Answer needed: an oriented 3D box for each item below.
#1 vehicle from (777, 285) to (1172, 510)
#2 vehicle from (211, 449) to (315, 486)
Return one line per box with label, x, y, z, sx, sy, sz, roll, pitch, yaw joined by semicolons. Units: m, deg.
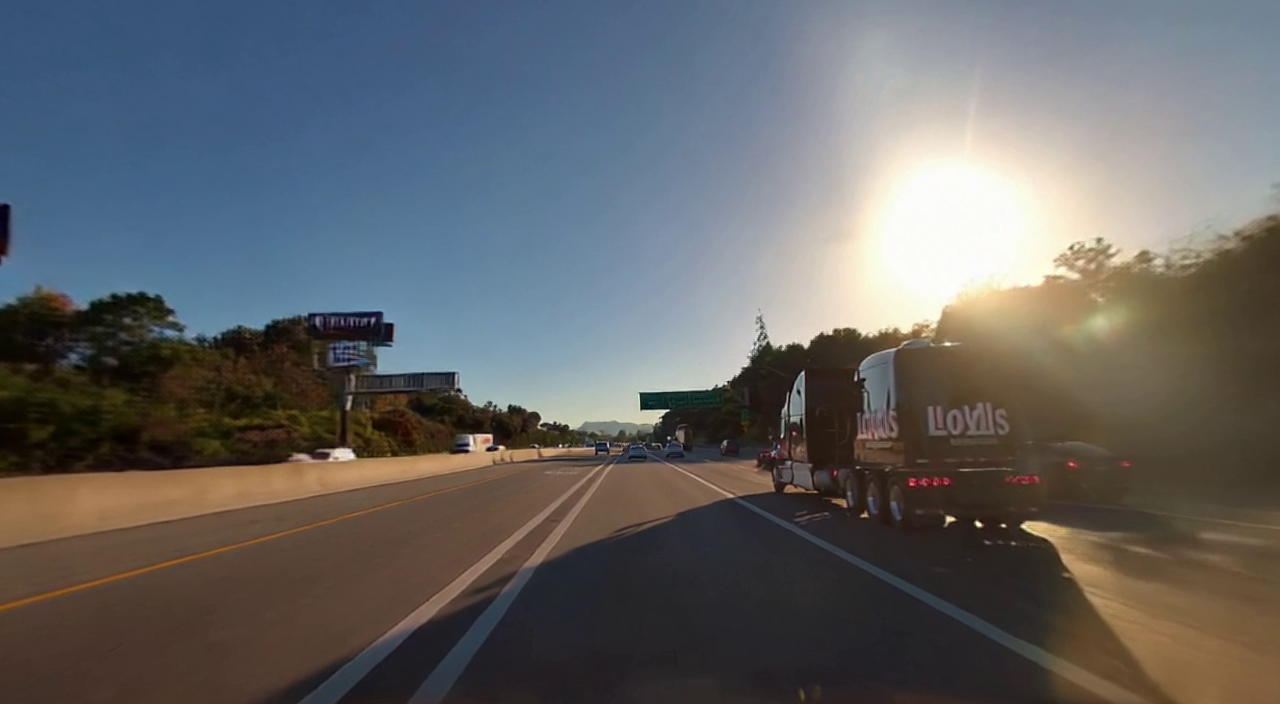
vehicle;7.840;1.996;19.750;2.892;4.128;16.495;0;-8;-2
vehicle;-19.365;5.907;32.792;2.272;1.726;5.194;0;-8;-1
